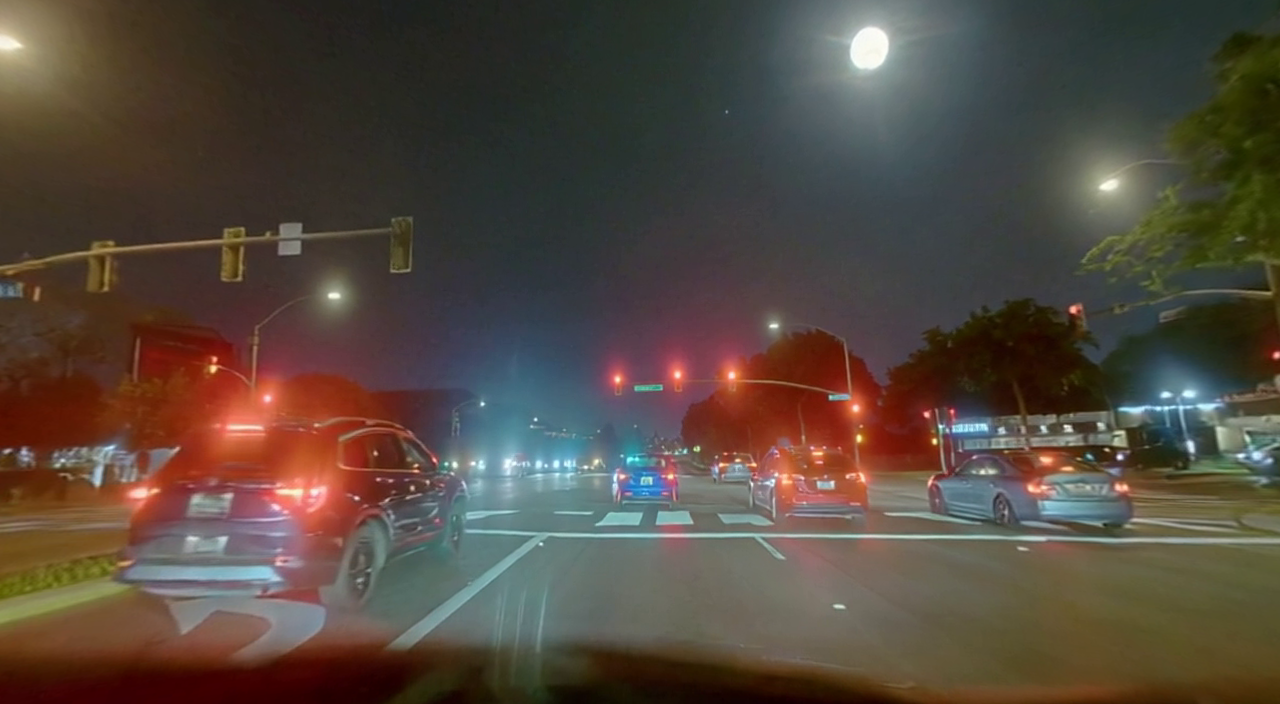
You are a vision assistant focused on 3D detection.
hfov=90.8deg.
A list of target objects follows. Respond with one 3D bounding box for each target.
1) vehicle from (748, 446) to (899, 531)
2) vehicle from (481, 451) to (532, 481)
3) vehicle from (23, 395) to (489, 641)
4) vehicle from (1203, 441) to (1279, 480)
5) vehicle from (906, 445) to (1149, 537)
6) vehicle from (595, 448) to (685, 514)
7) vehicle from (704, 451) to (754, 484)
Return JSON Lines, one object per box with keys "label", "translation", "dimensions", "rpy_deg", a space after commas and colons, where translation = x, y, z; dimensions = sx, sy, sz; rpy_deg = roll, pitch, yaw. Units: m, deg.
{"label": "vehicle", "translation": [3.677, 2.779, 13.552], "dimensions": [2.020, 1.513, 4.120], "rpy_deg": [0, -8, 1]}
{"label": "vehicle", "translation": [-7.876, 6.734, 37.661], "dimensions": [1.962, 1.639, 4.259], "rpy_deg": [0, -8, 3]}
{"label": "vehicle", "translation": [-3.476, 1.609, 7.333], "dimensions": [2.160, 1.823, 5.115], "rpy_deg": [0, -8, 0]}
{"label": "vehicle", "translation": [30.259, 5.163, 30.153], "dimensions": [4.581, 1.765, 1.943], "rpy_deg": [-1, -9, 7]}
{"label": "vehicle", "translation": [7.455, 2.659, 12.898], "dimensions": [2.004, 1.508, 4.646], "rpy_deg": [0, -8, 0]}
{"label": "vehicle", "translation": [0.018, 3.305, 16.703], "dimensions": [2.098, 1.477, 3.897], "rpy_deg": [0, -8, 0]}
{"label": "vehicle", "translation": [4.422, 5.830, 32.142], "dimensions": [1.888, 1.472, 4.528], "rpy_deg": [0, -8, 0]}
